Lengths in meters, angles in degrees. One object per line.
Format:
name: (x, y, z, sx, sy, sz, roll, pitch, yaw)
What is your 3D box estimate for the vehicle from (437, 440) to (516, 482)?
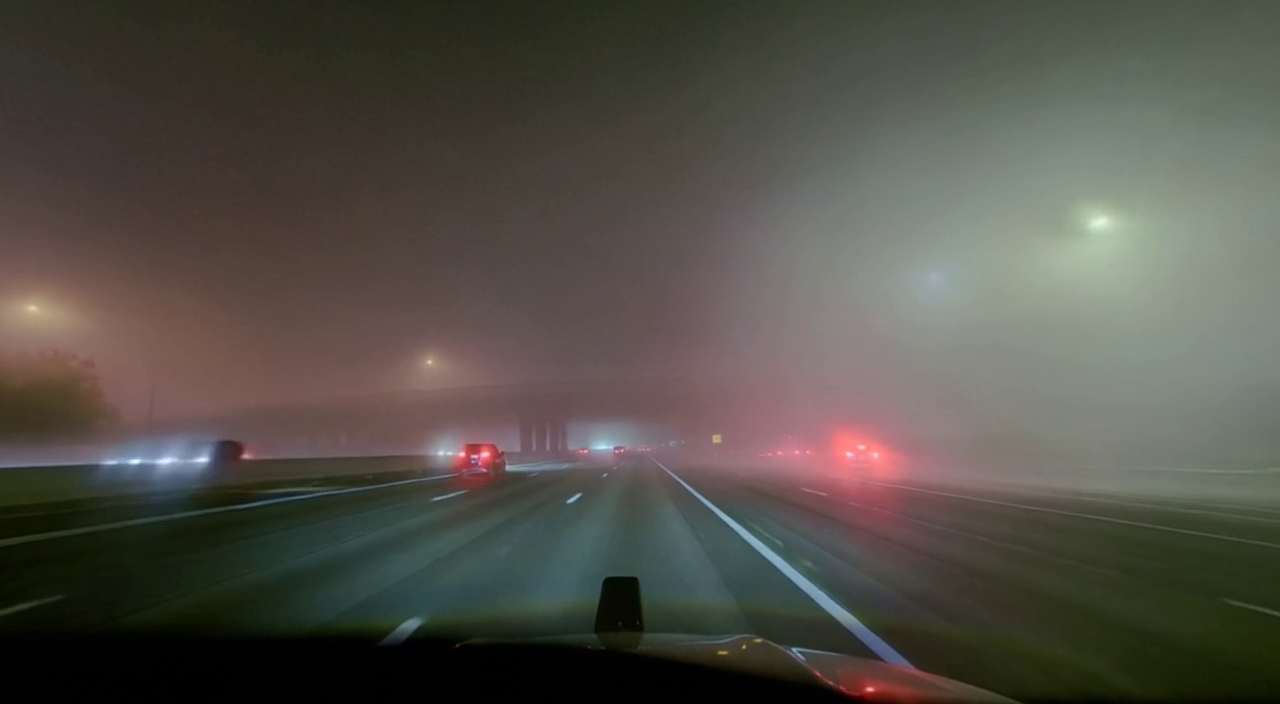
vehicle: (-6.428, 4.313, 25.289, 1.985, 1.513, 4.172, 0, -9, 1)

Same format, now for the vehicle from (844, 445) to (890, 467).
vehicle: (17.816, 8.159, 49.617, 1.884, 1.567, 4.692, 0, -9, 0)

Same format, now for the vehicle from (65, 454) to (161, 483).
vehicle: (-31.561, 6.965, 37.915, 1.786, 1.502, 4.610, 0, -9, 0)

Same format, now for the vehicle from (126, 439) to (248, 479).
vehicle: (-24.231, 5.730, 34.070, 2.299, 1.967, 5.698, 0, -9, 1)
